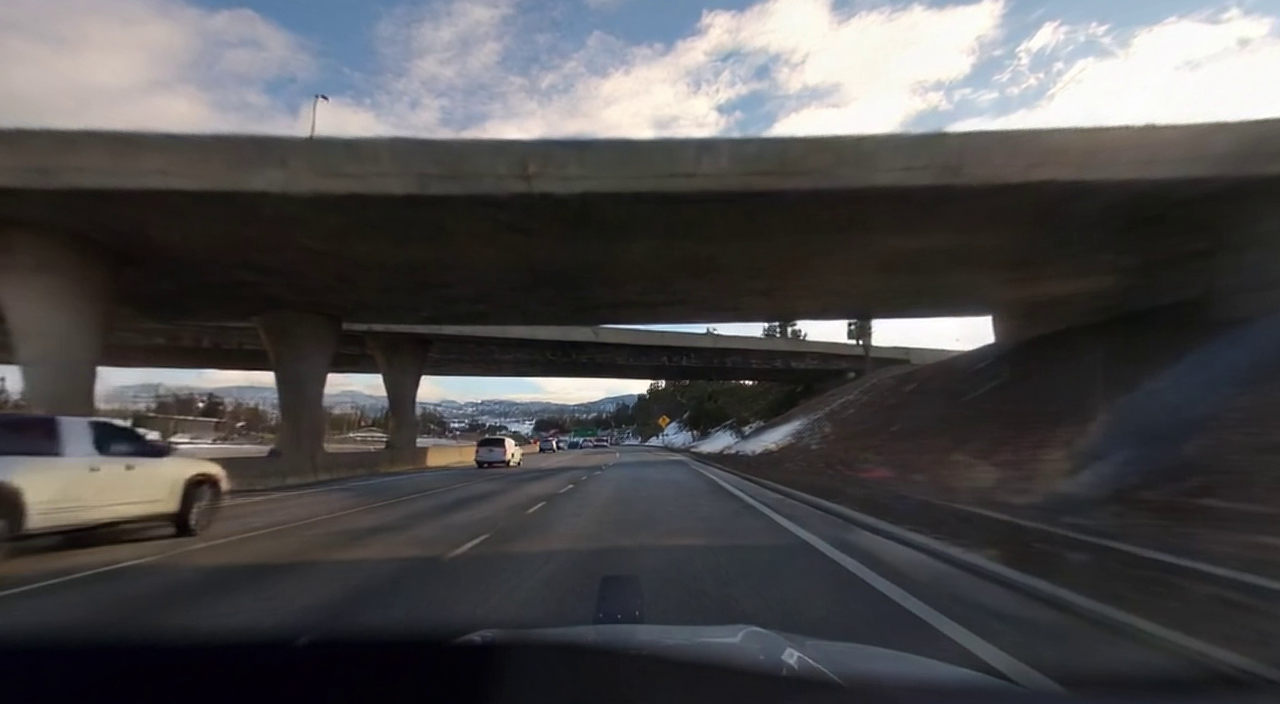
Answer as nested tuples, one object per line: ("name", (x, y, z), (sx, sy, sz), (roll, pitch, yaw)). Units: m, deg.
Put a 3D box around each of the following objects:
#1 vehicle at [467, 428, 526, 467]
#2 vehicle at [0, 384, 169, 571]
("vehicle", (-7.426, 4.964, 33.014), (1.956, 1.888, 4.512), (0, -8, 1))
("vehicle", (-7.660, 1.256, 6.211), (2.188, 1.896, 4.810), (0, -8, 1))
